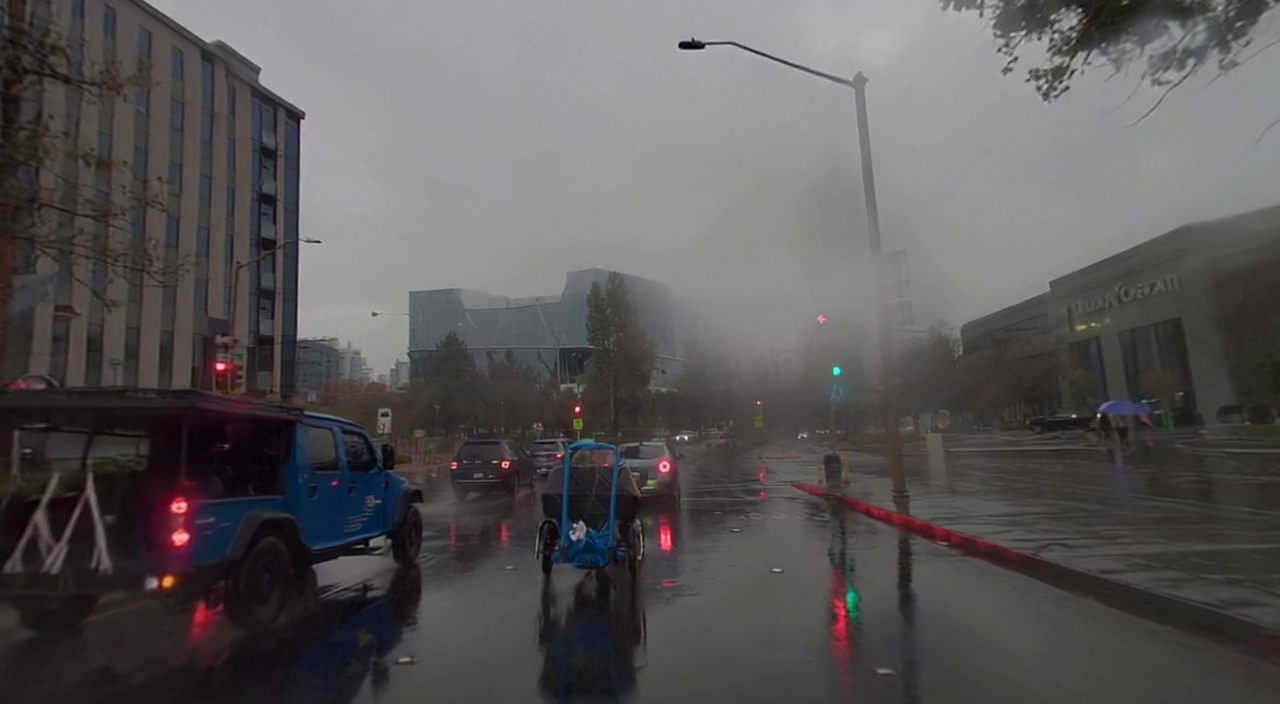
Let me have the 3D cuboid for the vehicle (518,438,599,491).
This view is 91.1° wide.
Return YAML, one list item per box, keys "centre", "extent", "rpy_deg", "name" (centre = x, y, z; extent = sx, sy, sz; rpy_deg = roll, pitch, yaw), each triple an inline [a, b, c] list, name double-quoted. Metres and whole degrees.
- centre: [-2.706, 3.849, 21.847]
  extent: [1.935, 1.615, 4.073]
  rpy_deg: [-1, -8, 5]
  name: "vehicle"

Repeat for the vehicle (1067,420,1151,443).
- centre: [30.696, 5.237, 41.171]
  extent: [1.751, 1.420, 4.027]
  rpy_deg: [8, -12, -42]
  name: "vehicle"

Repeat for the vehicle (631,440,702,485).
- centre: [1.071, 3.944, 22.728]
  extent: [2.025, 1.458, 4.085]
  rpy_deg: [-2, -9, 10]
  name: "vehicle"

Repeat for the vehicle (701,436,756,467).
- centre: [5.206, 5.754, 36.550]
  extent: [2.082, 1.671, 3.992]
  rpy_deg: [-4, -9, 25]
  name: "vehicle"

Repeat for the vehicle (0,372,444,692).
- centre: [-3.575, 1.343, 5.853]
  extent: [2.000, 1.809, 4.405]
  rpy_deg: [0, -8, 1]
  name: "vehicle"
